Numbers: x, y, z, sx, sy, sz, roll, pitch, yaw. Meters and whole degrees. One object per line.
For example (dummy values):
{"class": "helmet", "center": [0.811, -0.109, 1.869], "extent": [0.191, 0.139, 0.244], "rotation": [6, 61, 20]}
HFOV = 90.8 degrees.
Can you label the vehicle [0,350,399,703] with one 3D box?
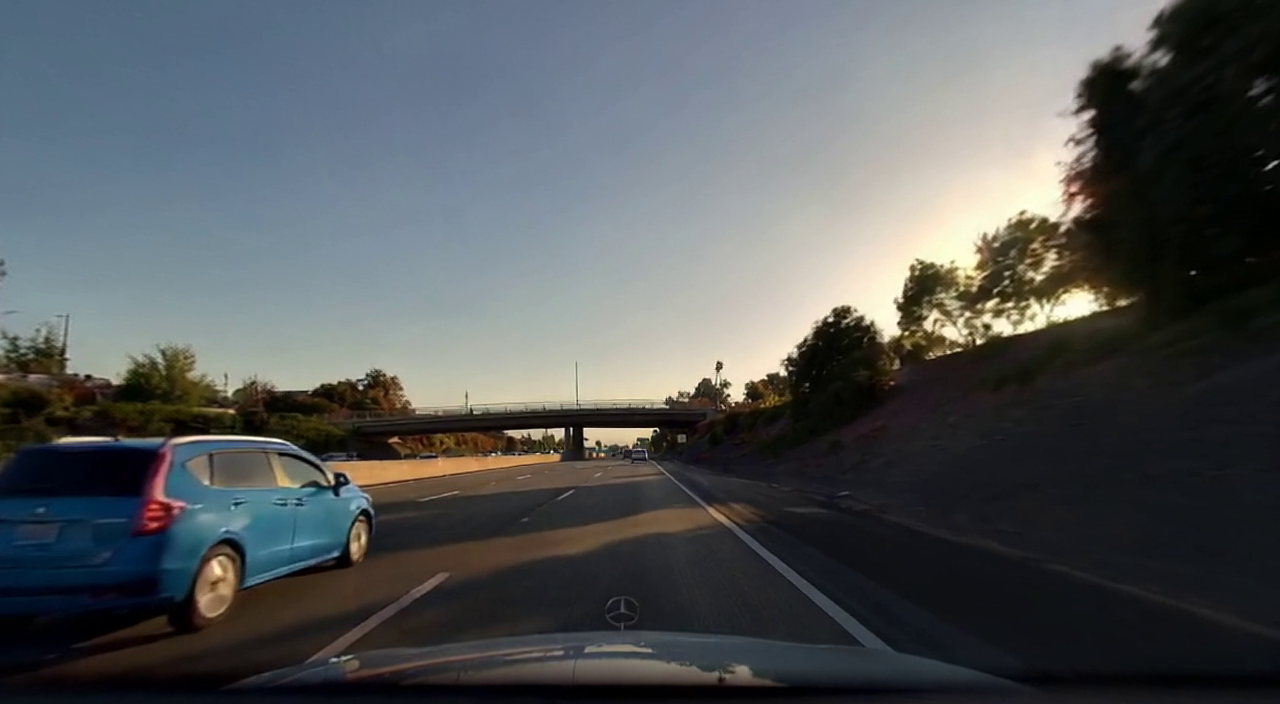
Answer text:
{"class": "vehicle", "center": [-4.154, 1.228, 5.257], "extent": [2.272, 1.759, 5.058], "rotation": [0, -9, 0]}
